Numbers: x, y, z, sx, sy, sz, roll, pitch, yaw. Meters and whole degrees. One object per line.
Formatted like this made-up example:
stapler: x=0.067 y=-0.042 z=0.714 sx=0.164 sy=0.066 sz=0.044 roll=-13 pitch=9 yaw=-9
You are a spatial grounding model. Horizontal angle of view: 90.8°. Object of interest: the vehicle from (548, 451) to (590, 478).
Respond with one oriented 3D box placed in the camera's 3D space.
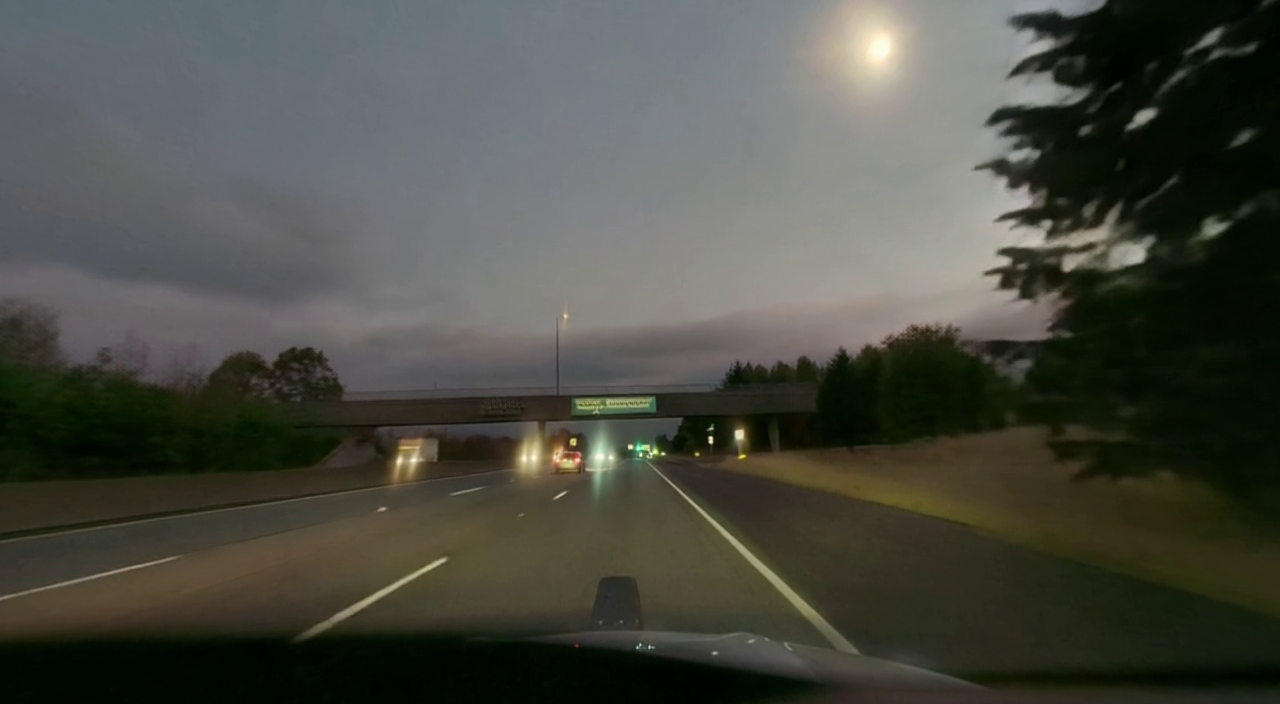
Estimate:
vehicle: x=-4.109 y=6.577 z=37.114 sx=1.992 sy=1.504 sz=4.117 roll=0 pitch=-9 yaw=0
